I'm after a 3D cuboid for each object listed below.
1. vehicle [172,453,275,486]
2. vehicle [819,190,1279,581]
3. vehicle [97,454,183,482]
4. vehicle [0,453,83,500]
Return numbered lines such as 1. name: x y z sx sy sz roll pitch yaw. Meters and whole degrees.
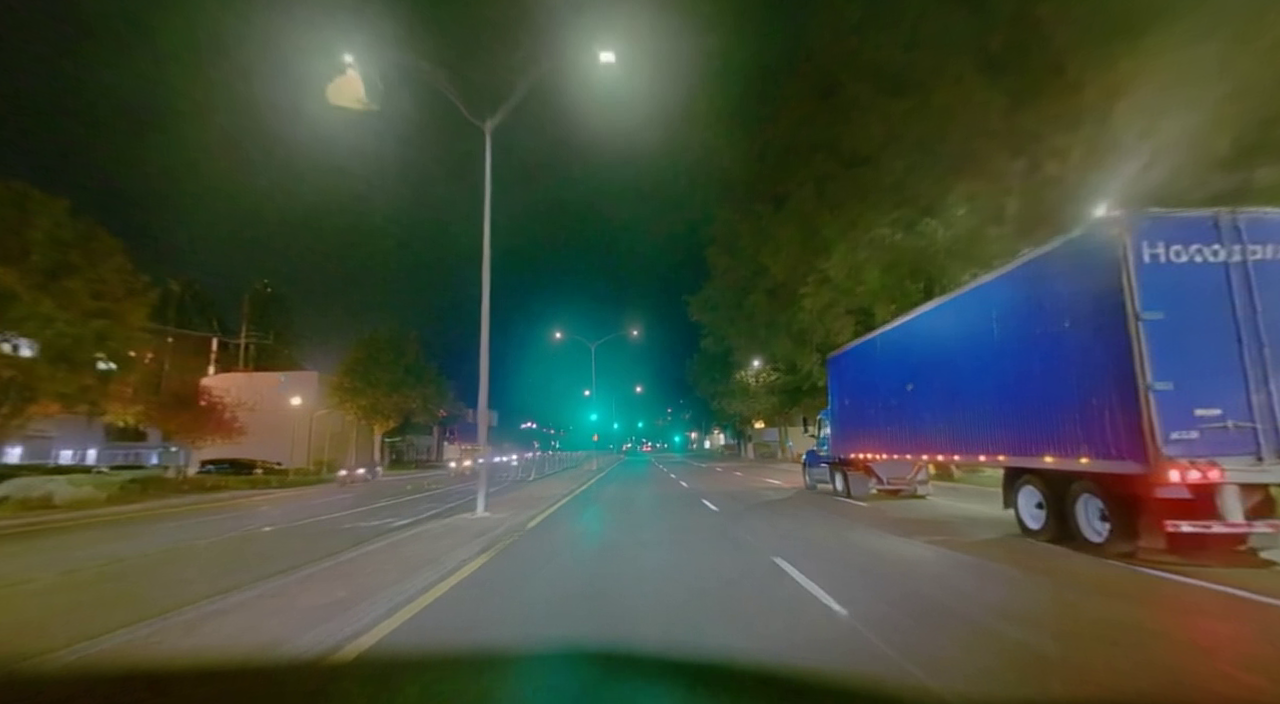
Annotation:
1. vehicle: -25.412 7.122 38.647 4.900 1.808 2.103 7 -11 -39
2. vehicle: 6.690 1.090 11.817 3.120 3.794 11.510 0 -9 -1
3. vehicle: -37.662 8.709 47.720 4.621 1.820 2.083 1 -9 -19
4. vehicle: -26.075 5.124 25.780 2.090 1.772 5.499 -2 -10 -6
